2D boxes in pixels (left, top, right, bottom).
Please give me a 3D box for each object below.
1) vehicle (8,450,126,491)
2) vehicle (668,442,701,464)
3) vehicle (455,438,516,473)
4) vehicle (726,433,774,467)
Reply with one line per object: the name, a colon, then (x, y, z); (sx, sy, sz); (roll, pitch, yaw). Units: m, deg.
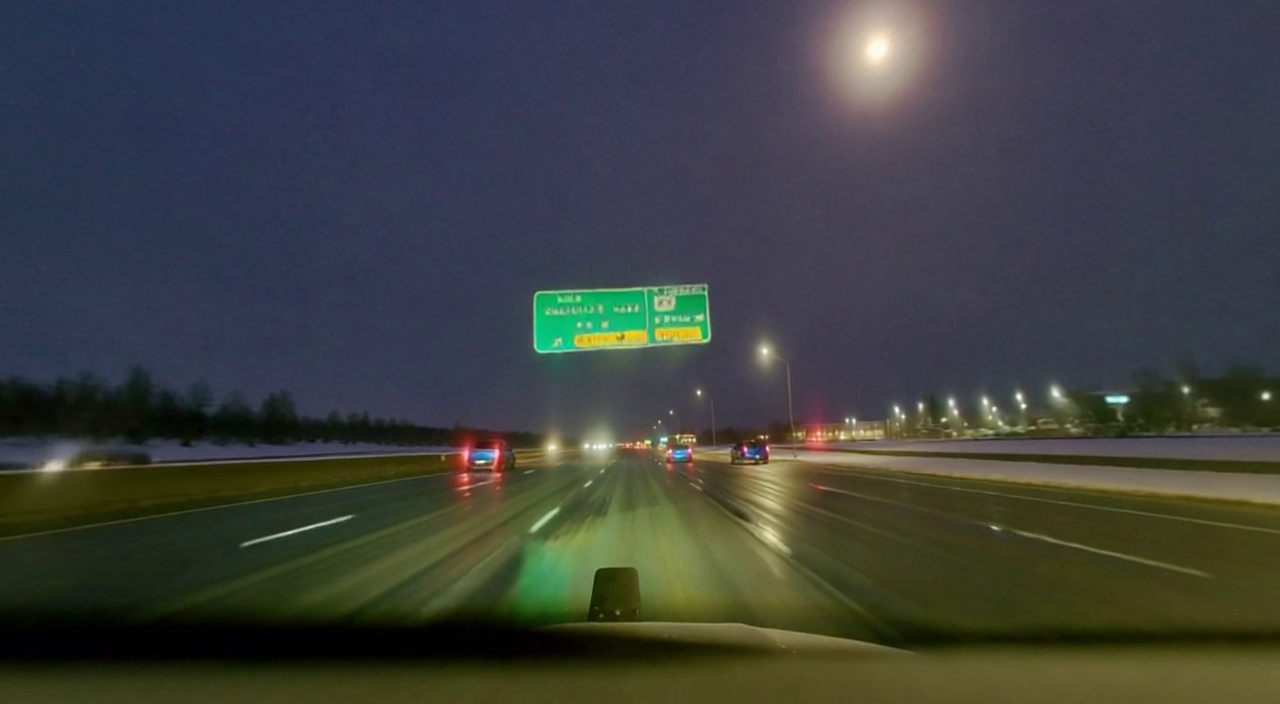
vehicle: (-25.752, 5.316, 28.590); (1.969, 1.614, 3.564); (1, -8, -1)
vehicle: (3.114, 7.207, 45.273); (2.000, 1.533, 3.770); (0, -8, -1)
vehicle: (-8.160, 5.500, 33.951); (2.083, 1.696, 5.464); (1, -8, -2)
vehicle: (6.852, 6.169, 39.859); (2.065, 1.953, 4.605); (0, -8, -1)
